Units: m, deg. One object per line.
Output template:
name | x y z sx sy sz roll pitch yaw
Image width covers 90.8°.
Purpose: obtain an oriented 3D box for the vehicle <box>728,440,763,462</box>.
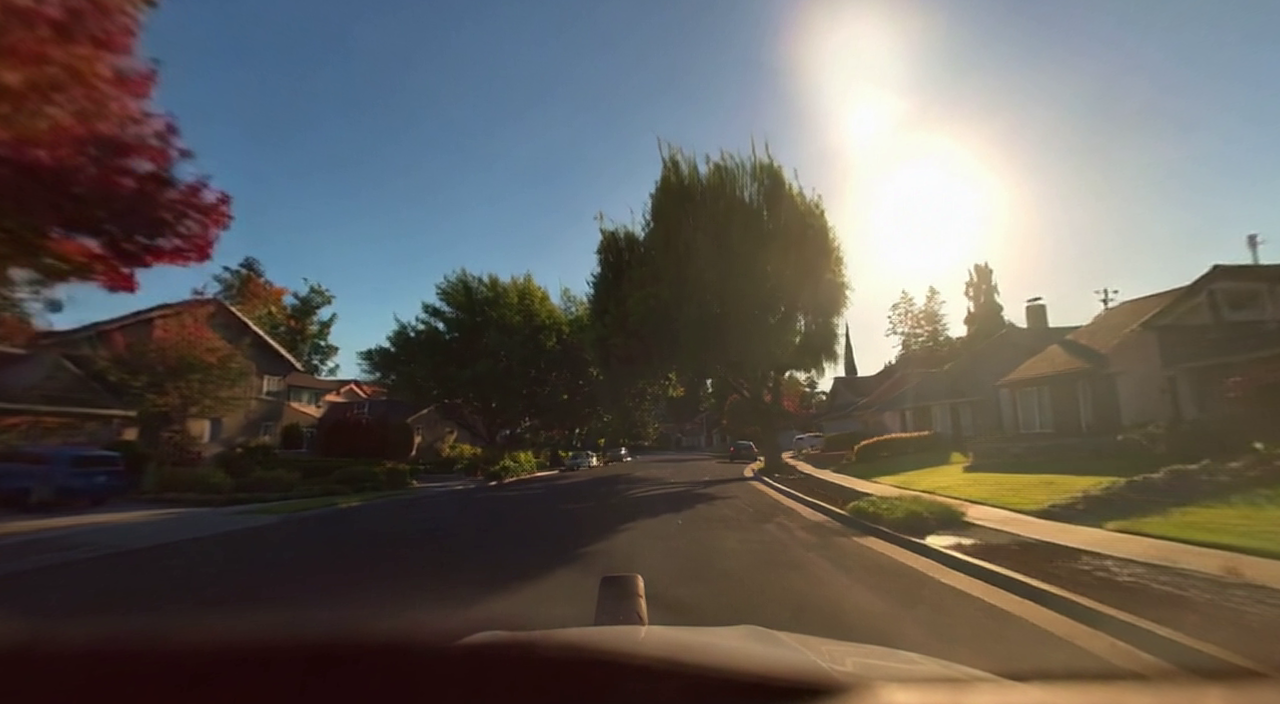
vehicle | 7.787 7.392 47.200 2.088 1.522 4.449 -1 -8 3
